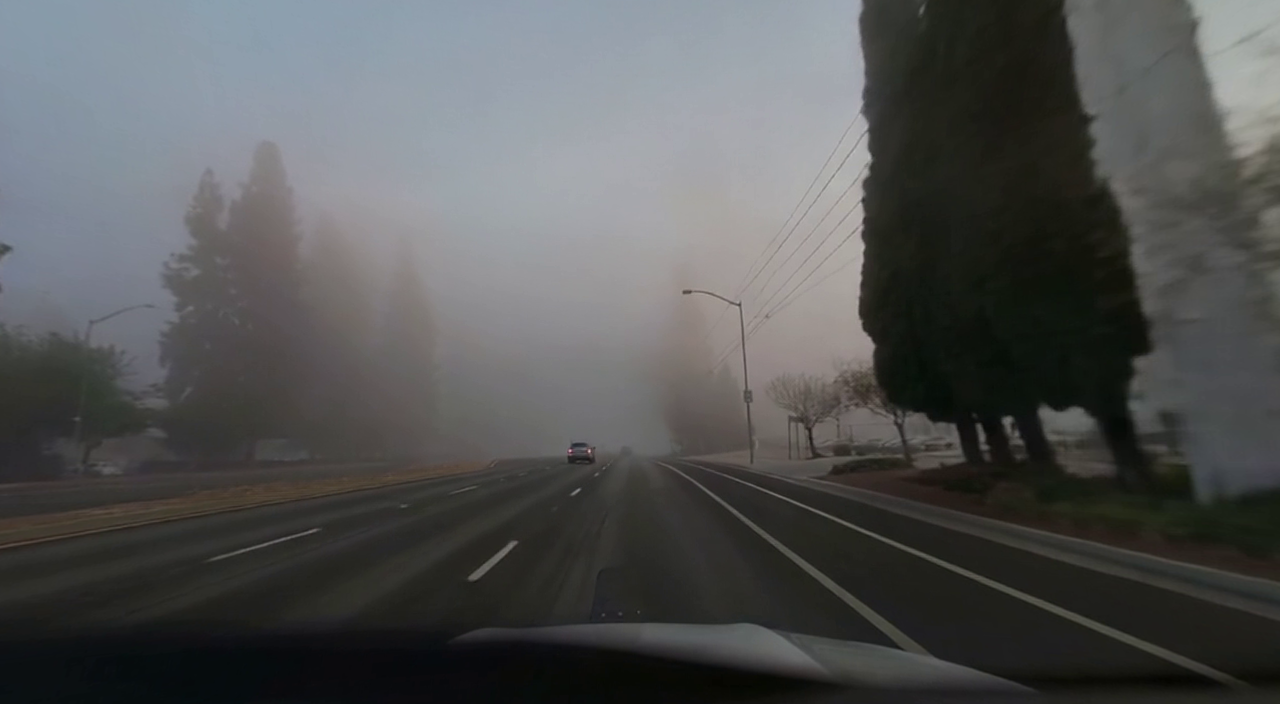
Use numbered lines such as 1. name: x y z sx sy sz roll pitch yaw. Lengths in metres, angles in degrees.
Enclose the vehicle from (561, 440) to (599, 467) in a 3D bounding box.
1. vehicle: -3.858 6.577 41.128 2.121 1.654 3.993 0 -8 -1
